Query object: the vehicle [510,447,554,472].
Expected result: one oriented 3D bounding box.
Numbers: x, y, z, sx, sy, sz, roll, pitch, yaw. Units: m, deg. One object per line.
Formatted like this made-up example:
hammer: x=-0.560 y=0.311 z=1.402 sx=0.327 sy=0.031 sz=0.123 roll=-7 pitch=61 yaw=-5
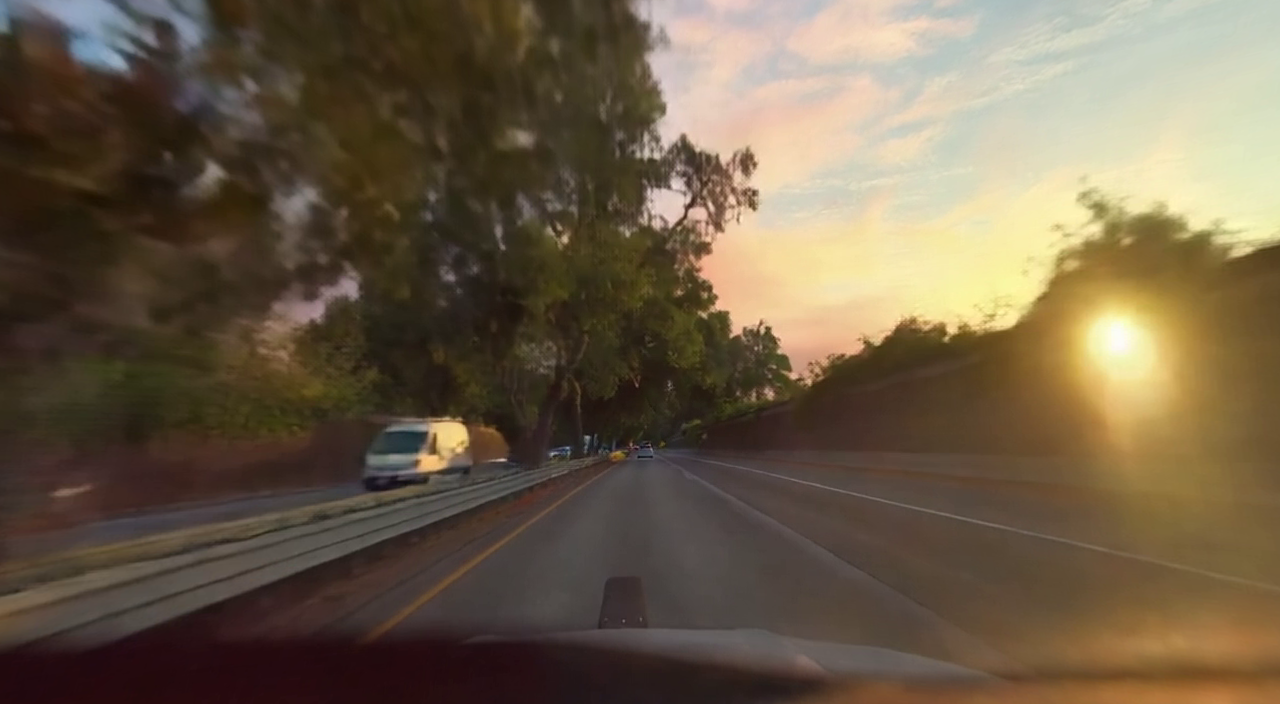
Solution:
vehicle: x=-6.899 y=6.901 z=40.631 sx=2.034 sy=1.457 sz=4.469 roll=0 pitch=-8 yaw=1
